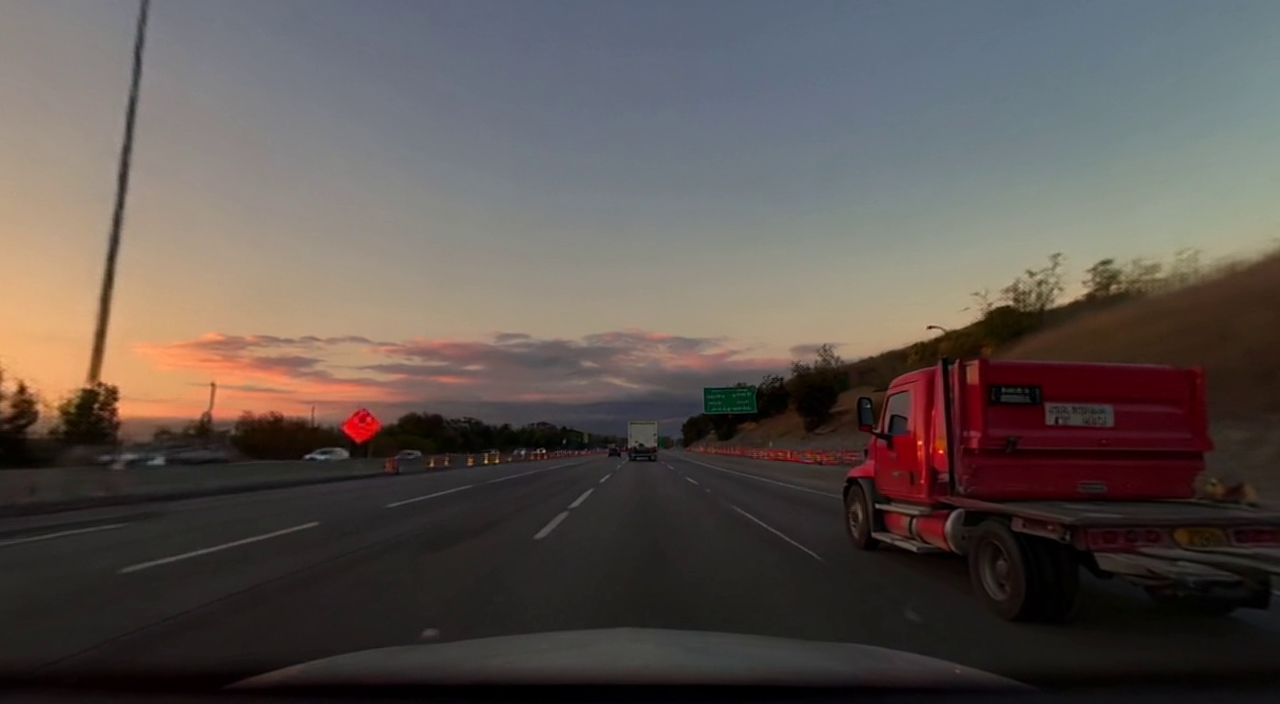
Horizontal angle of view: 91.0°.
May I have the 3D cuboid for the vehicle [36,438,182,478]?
[{"bbox_3d":[-23.405,4.687,28.089,2.141,1.619,4.968,0,-9,0],"label":"vehicle"}]
